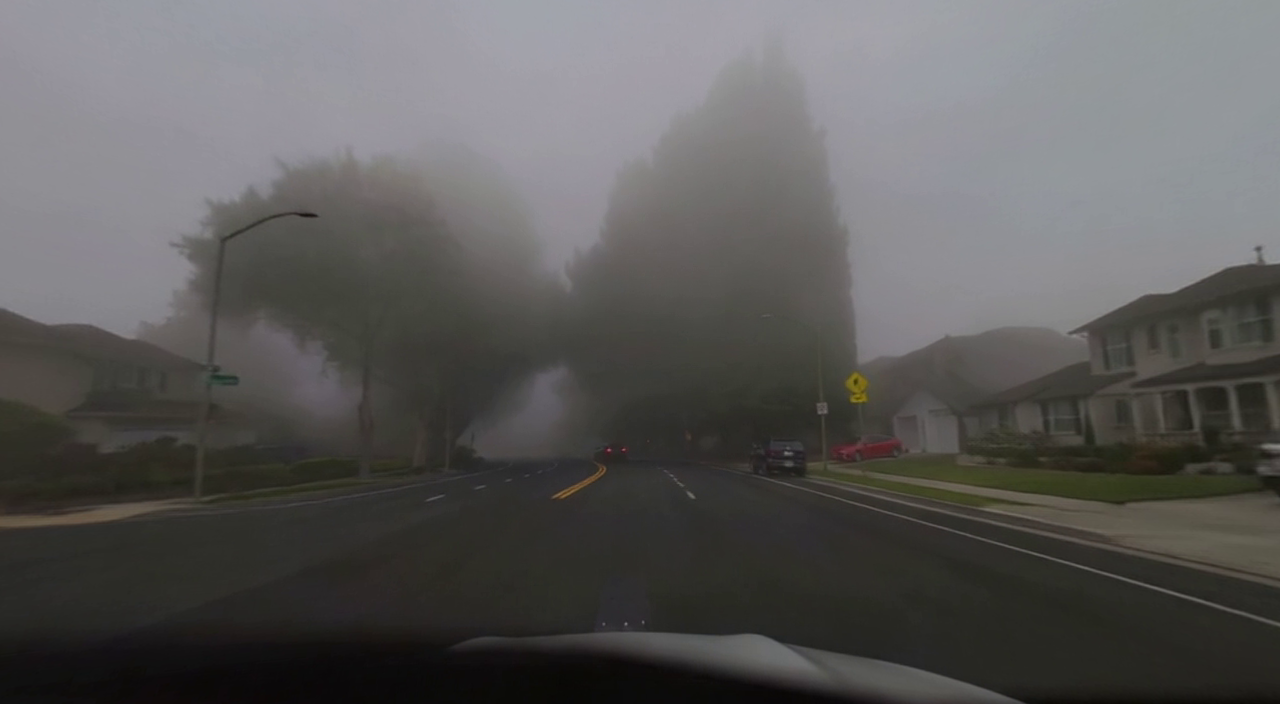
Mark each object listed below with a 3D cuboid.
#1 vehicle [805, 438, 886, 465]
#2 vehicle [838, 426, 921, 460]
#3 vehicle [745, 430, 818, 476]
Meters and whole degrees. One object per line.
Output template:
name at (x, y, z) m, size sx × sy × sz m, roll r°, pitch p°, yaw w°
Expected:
vehicle at (12.564, 6.100, 38.566) m, size 4.508 × 1.462 × 1.721 m, roll 4°, pitch -10°, yaw -17°
vehicle at (15.890, 6.034, 42.281) m, size 2.205 × 1.995 × 5.543 m, roll -1°, pitch -6°, yaw -16°
vehicle at (6.842, 4.952, 31.259) m, size 2.348 × 1.986 × 6.289 m, roll 0°, pitch -8°, yaw 2°
